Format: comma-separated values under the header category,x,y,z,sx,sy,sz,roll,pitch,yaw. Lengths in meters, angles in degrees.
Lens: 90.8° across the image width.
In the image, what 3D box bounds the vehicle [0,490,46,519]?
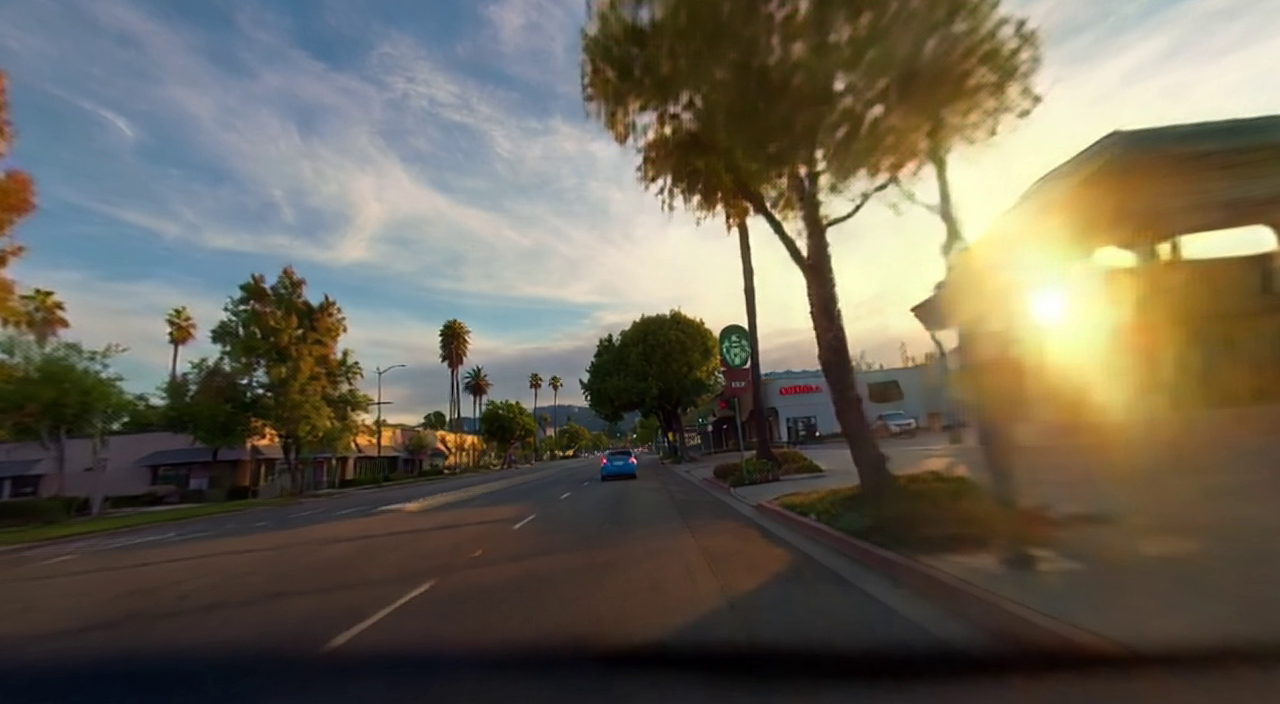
category,x,y,z,sx,sy,sz,roll,pitch,yaw
vehicle,-43.491,10.631,44.158,2.106,1.639,4.127,6,-10,-34

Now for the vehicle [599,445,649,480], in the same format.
category,x,y,z,sx,sy,sz,roll,pitch,yaw
vehicle,-0.691,5.107,29.503,2.156,1.462,4.495,0,-8,0
